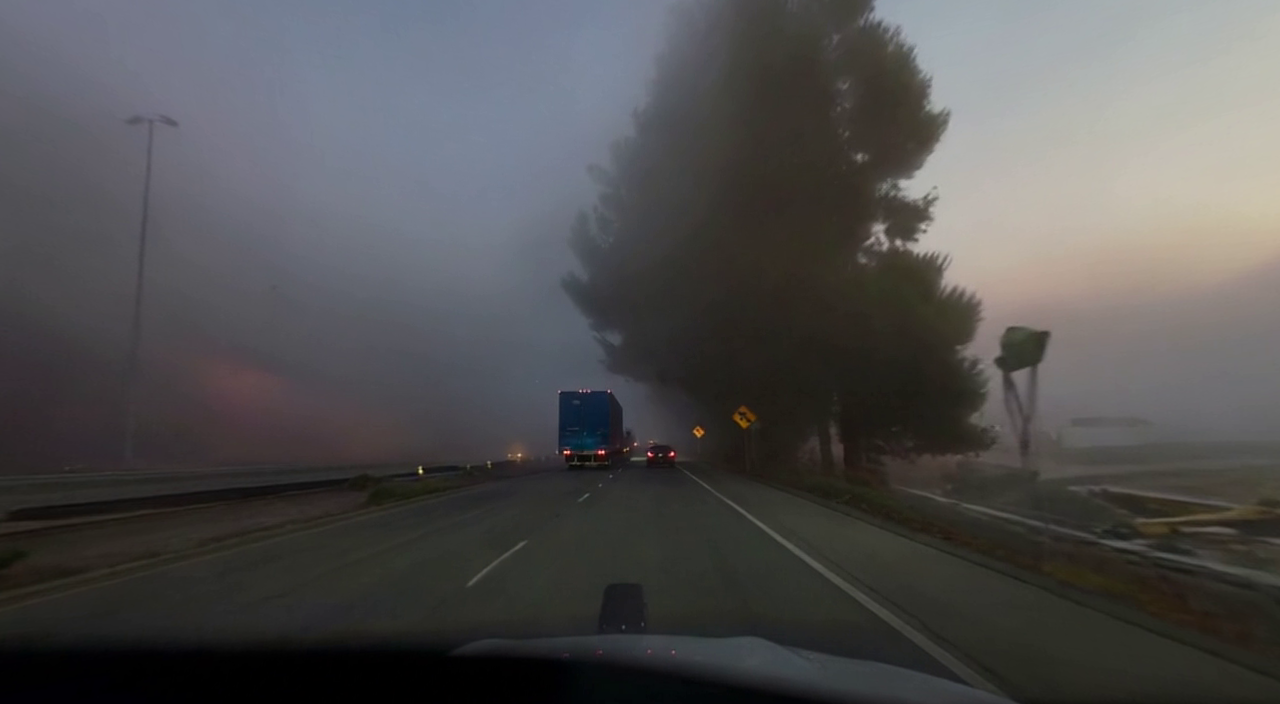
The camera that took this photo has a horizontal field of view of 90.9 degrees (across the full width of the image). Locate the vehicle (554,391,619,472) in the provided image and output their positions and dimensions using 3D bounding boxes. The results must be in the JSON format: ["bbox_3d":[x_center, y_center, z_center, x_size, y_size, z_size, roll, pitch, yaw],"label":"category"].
[{"bbox_3d":[-3.007,5.196,40.199,2.906,4.115,15.715,-1,-8,0],"label":"vehicle"}]

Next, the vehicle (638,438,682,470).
[{"bbox_3d":[1.079,5.782,35.817,2.304,1.675,4.462,0,-8,0],"label":"vehicle"}]
